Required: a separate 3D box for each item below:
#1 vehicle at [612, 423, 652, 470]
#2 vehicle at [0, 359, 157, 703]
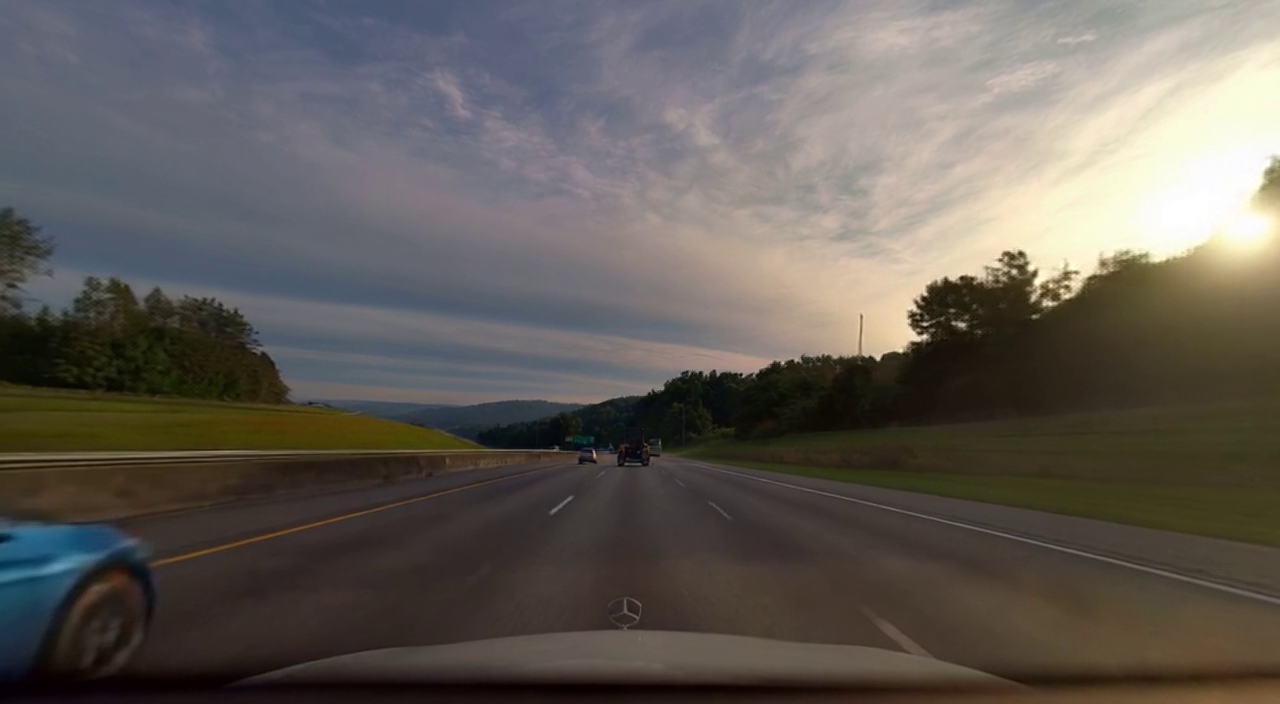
[{"bbox_3d":[-0.577,6.740,44.890,2.672,3.056,6.900,0,-9,-1],"label":"vehicle"},{"bbox_3d":[-3.435,0.639,0.906,2.088,1.643,4.215,0,-9,0],"label":"vehicle"}]
